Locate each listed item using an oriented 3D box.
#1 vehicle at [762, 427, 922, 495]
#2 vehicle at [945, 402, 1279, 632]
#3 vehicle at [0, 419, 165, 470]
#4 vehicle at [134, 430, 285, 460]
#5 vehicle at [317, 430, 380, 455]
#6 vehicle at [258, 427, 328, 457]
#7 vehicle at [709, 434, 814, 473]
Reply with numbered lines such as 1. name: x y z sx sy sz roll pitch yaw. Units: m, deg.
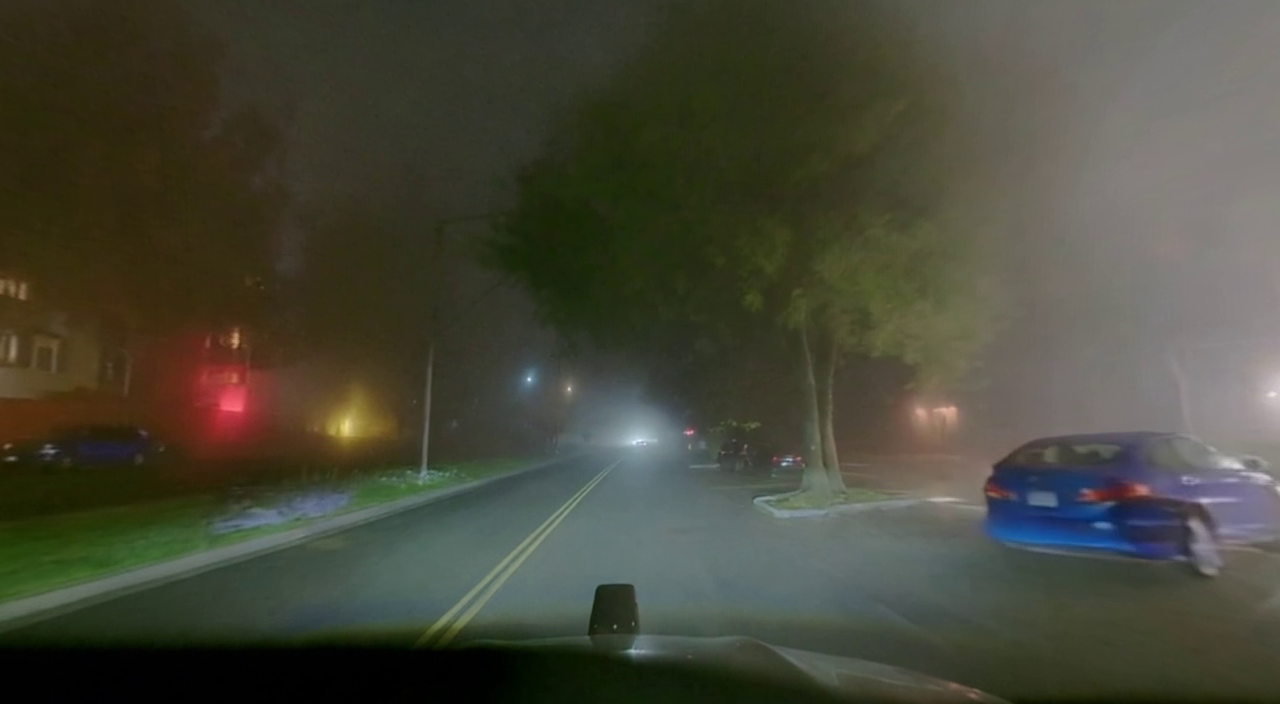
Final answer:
1. vehicle: 5.092 2.663 15.764 3.765 1.497 1.831 5 -10 -35
2. vehicle: 5.149 1.357 6.208 4.244 1.487 1.976 5 -10 -36
3. vehicle: -18.609 3.065 20.938 1.869 1.494 4.833 0 -8 -1
4. vehicle: -19.057 4.177 28.403 2.389 1.206 6.247 -1 -8 1
5. vehicle: -18.737 5.842 40.678 1.909 1.518 4.459 -1 -8 1
6. vehicle: -19.020 4.947 34.677 1.792 1.554 3.682 0 -8 -1
7. vehicle: 5.030 4.103 25.775 4.275 1.428 1.774 6 -10 -37
